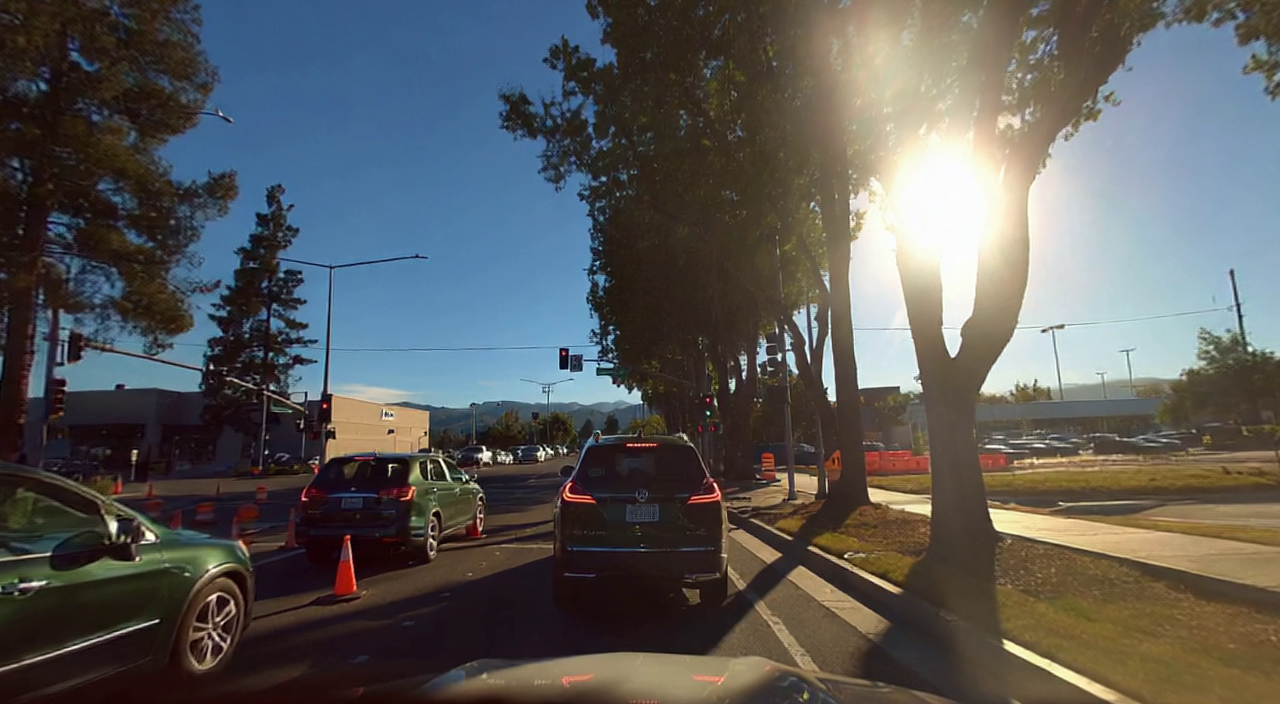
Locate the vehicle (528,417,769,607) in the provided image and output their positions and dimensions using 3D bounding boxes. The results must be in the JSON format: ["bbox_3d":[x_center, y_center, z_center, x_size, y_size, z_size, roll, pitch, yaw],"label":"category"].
[{"bbox_3d":[0.113,1.628,7.211,2.021,1.560,3.676,0,-9,1],"label":"vehicle"}]

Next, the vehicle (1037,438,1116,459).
[{"bbox_3d":[32.715,7.253,47.218,4.581,1.480,1.752,1,-9,0],"label":"vehicle"}]

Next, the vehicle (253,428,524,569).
[{"bbox_3d":[-3.270,1.998,9.444,1.989,1.541,4.626,0,-9,2],"label":"vehicle"}]

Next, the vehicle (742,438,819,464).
[{"bbox_3d":[9.295,6.568,41.787,4.805,1.688,1.923,-2,-9,14],"label":"vehicle"}]

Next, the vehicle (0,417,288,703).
[{"bbox_3d":[-3.588,0.949,2.144,1.964,1.497,4.722,0,-9,1],"label":"vehicle"}]
